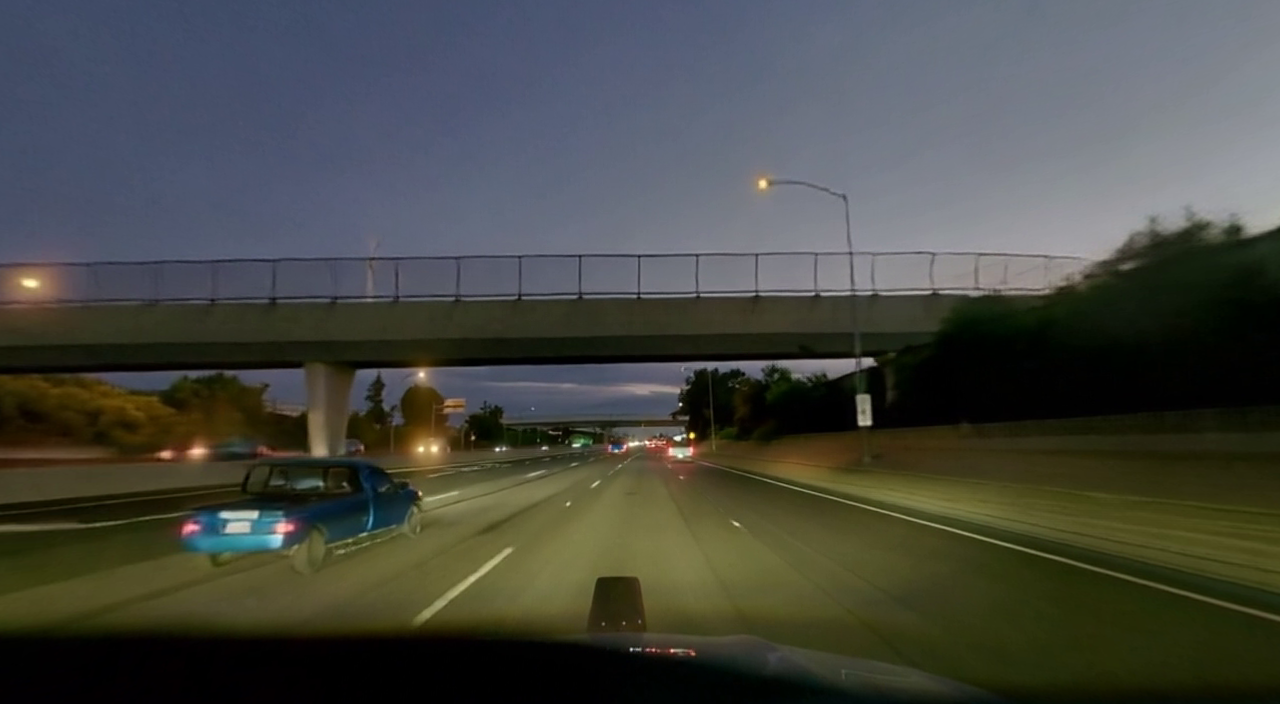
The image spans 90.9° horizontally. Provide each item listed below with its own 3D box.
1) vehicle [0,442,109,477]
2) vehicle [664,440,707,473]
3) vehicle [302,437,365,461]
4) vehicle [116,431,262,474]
[{"bbox_3d":[-27.148,4.843,28.729,1.837,1.452,4.655,0,-8,1],"label":"vehicle"},{"bbox_3d":[2.344,5.588,33.993,2.010,1.637,4.940,0,-8,1],"label":"vehicle"},{"bbox_3d":[-23.247,7.380,48.099,2.123,1.721,5.137,0,-8,1],"label":"vehicle"},{"bbox_3d":[-19.869,4.468,28.253,2.203,1.733,5.705,0,-8,1],"label":"vehicle"}]
